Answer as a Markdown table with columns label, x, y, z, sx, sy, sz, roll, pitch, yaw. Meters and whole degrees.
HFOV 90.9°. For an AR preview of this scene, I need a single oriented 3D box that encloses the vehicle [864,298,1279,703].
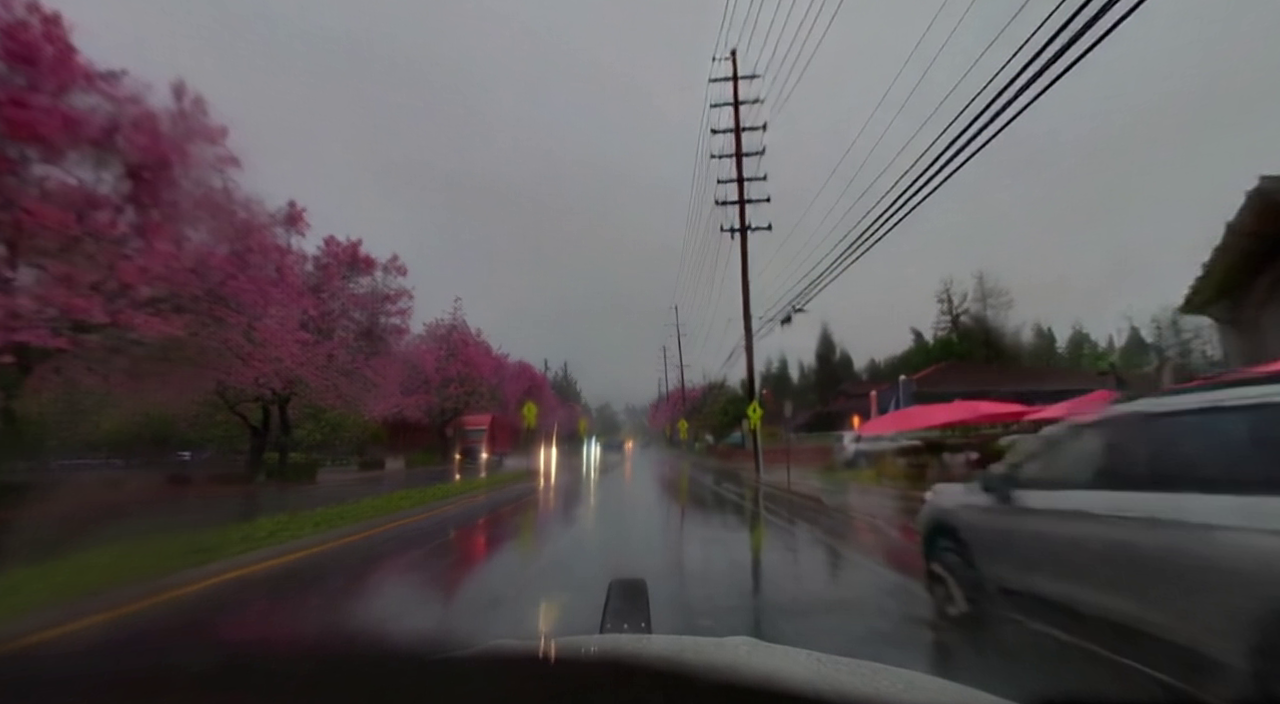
| label | x | y | z | sx | sy | sz | roll | pitch | yaw |
| --- | --- | --- | --- | --- | --- | --- | --- | --- | --- |
| vehicle | 3.516 | 0.940 | 3.567 | 2.280 | 1.904 | 5.779 | 0 | -9 | -1 |

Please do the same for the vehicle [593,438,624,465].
| label | x | y | z | sx | sy | sz | roll | pitch | yaw |
| --- | --- | --- | --- | --- | --- | --- | --- | --- | --- |
| vehicle | -2.355 | 7.685 | 48.810 | 2.202 | 1.961 | 4.980 | 0 | -9 | 0 |

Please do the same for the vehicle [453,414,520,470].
| label | x | y | z | sx | sy | sz | roll | pitch | yaw |
| --- | --- | --- | --- | --- | --- | --- | --- | --- | --- |
| vehicle | -10.750 | 6.447 | 45.001 | 2.836 | 3.663 | 7.511 | 0 | -9 | 1 |
